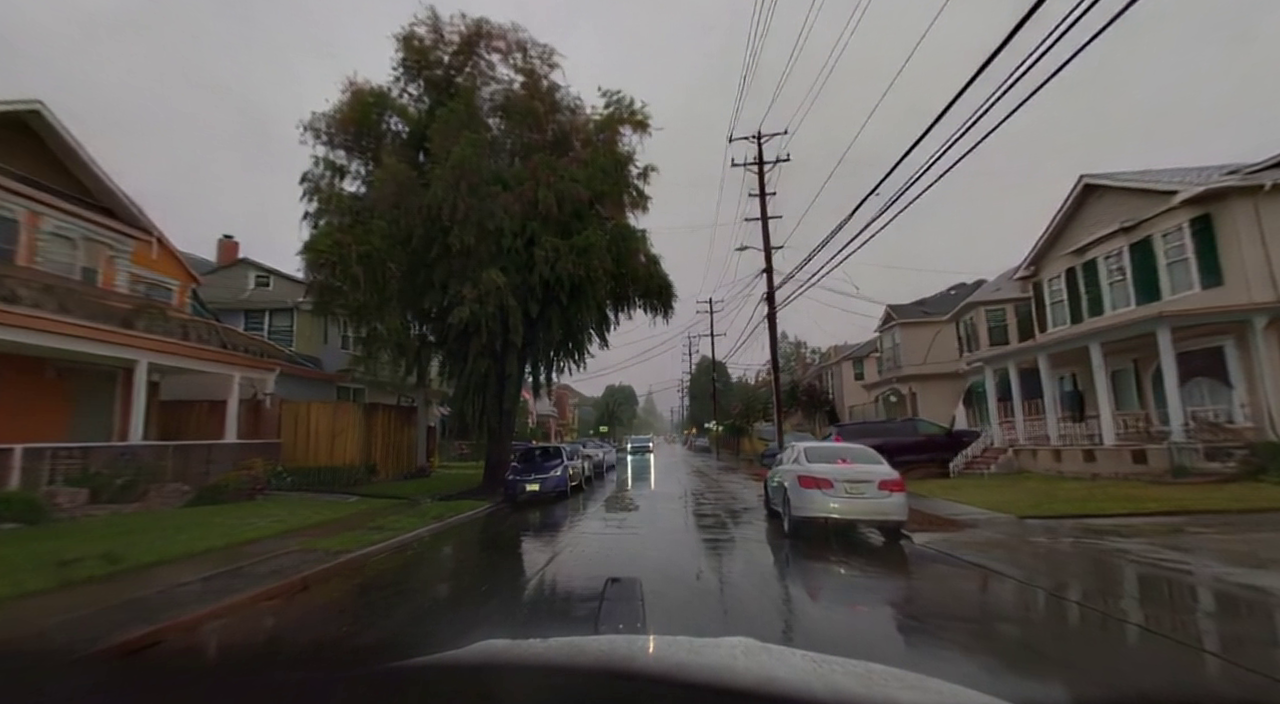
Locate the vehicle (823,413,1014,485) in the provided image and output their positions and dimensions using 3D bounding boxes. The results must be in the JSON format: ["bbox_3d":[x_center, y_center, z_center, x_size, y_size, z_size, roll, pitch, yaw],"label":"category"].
[{"bbox_3d":[9.073,3.196,21.015,5.274,2.170,2.205,1,-8,1],"label":"vehicle"}]

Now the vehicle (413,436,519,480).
[{"bbox_3d":[-7.776,4.738,28.501,4.088,1.779,2.109,0,-7,5],"label":"vehicle"}]

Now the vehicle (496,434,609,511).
[{"bbox_3d":[-2.366,3.394,18.528,2.204,1.655,4.813,-8,-8,3],"label":"vehicle"}]

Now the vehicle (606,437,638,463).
[{"bbox_3d":[-1.312,7.466,48.412,2.082,1.759,4.541,-2,-7,3],"label":"vehicle"}]

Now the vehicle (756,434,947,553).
[{"bbox_3d":[3.467,2.333,11.448,2.043,1.631,4.613,0,-7,2],"label":"vehicle"}]
